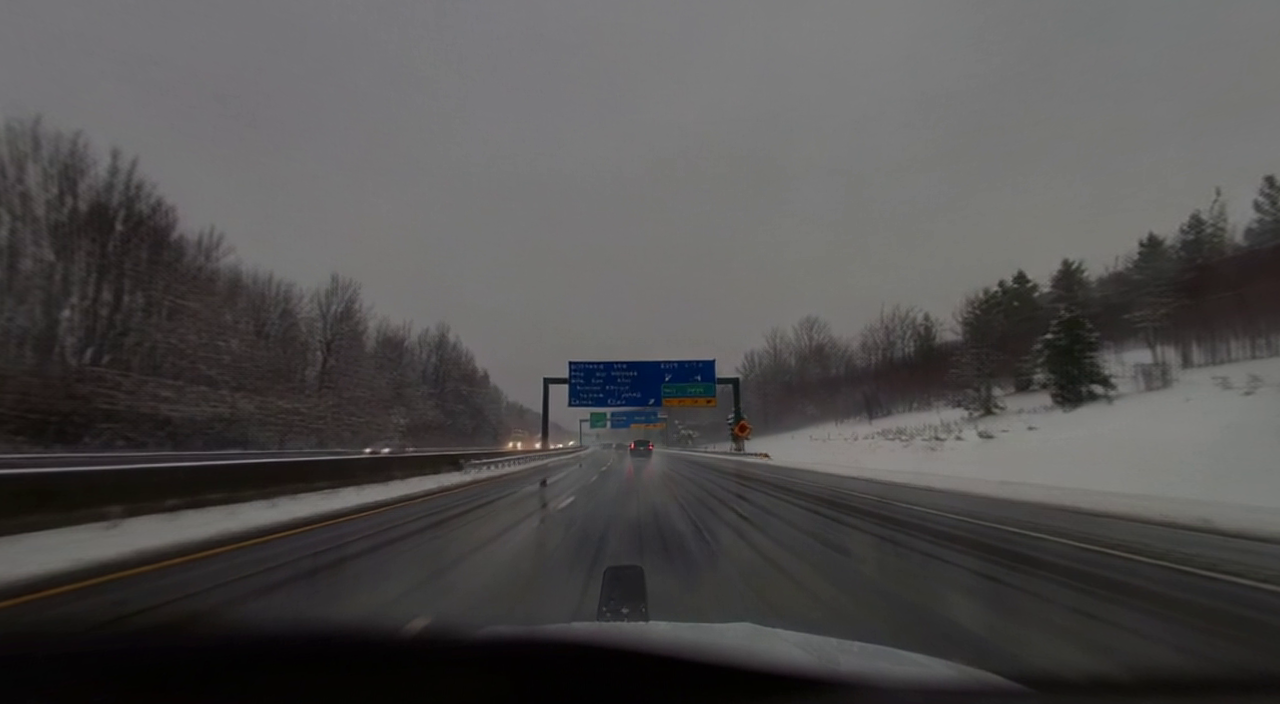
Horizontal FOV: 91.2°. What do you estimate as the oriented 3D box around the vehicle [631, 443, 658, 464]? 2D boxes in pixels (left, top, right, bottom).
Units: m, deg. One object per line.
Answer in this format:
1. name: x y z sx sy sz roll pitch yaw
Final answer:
1. vehicle: 0.308 7.293 45.175 1.859 1.478 3.799 0 -8 0
